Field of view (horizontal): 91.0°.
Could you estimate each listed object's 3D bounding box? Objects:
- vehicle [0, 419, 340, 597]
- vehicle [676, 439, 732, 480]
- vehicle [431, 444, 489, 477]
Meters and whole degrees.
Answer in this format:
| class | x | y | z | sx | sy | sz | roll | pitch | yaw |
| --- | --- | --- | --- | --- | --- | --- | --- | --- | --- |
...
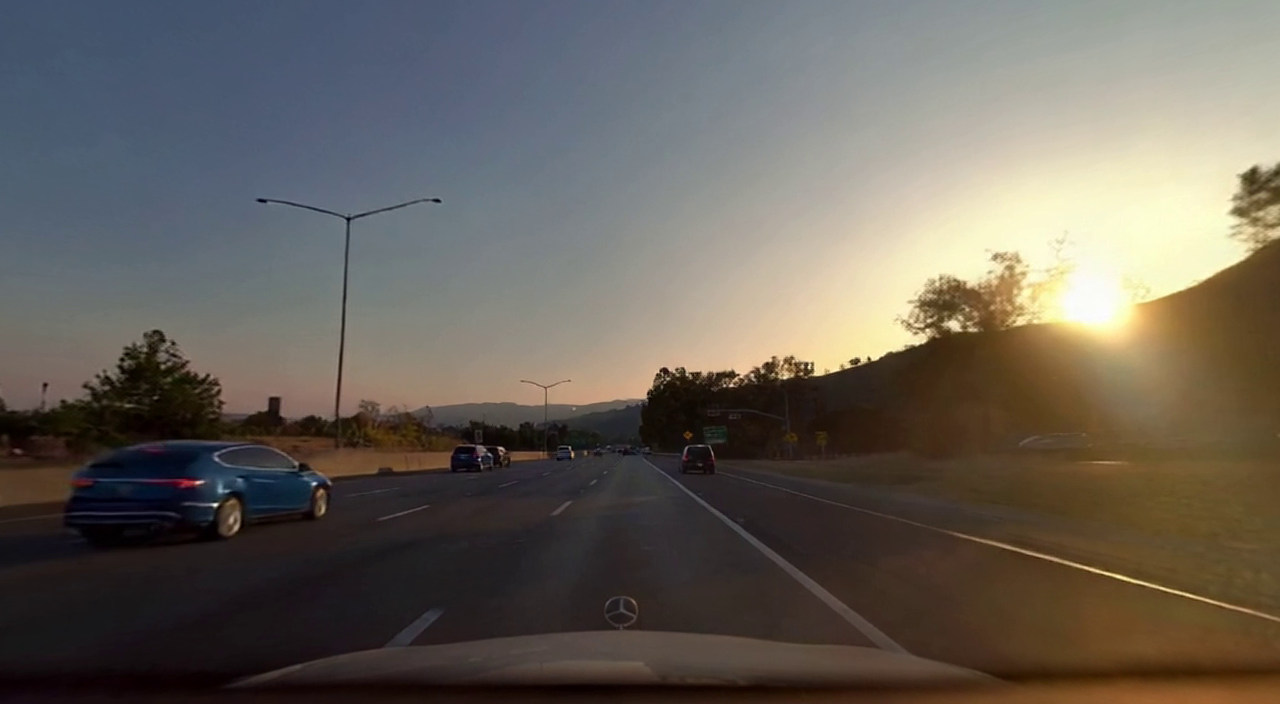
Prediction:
| class | x | y | z | sx | sy | sz | roll | pitch | yaw |
| --- | --- | --- | --- | --- | --- | --- | --- | --- | --- |
| vehicle | -6.974 | 1.998 | 9.180 | 2.524 | 1.806 | 5.325 | 0 | -9 | 1 |
| vehicle | 3.164 | 5.454 | 32.162 | 2.184 | 1.892 | 4.763 | 0 | -9 | -2 |
| vehicle | -10.974 | 6.608 | 38.646 | 2.137 | 1.873 | 4.687 | 0 | -9 | 0 |
